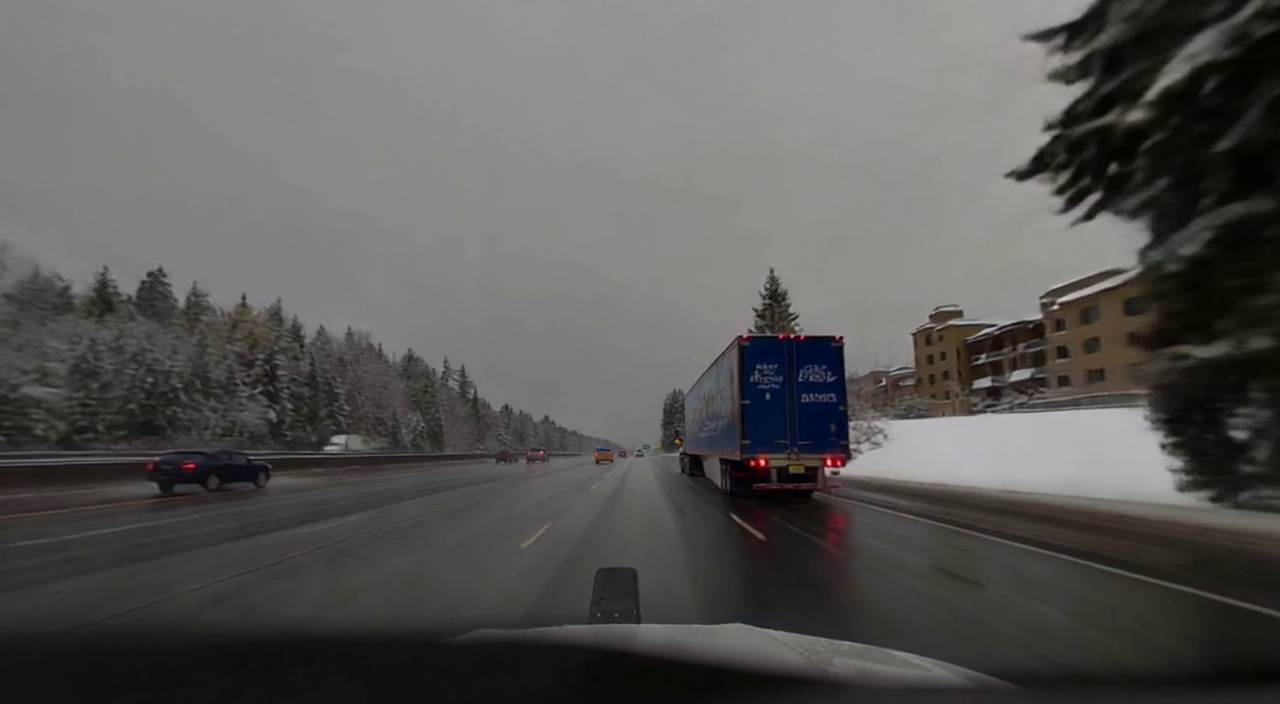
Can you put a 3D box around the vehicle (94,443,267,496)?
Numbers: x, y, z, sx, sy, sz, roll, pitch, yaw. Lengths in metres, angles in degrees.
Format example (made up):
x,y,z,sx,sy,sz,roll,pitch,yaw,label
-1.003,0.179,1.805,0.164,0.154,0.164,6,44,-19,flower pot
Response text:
x,y,z,sx,sy,sz,roll,pitch,yaw,label
-14.503,3.703,20.386,1.982,1.471,4.747,0,-9,0,vehicle

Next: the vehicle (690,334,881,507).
x,y,z,sx,sy,sz,roll,pitch,yaw,label
4.021,2.743,22.681,3.140,4.100,15.551,0,-9,0,vehicle
